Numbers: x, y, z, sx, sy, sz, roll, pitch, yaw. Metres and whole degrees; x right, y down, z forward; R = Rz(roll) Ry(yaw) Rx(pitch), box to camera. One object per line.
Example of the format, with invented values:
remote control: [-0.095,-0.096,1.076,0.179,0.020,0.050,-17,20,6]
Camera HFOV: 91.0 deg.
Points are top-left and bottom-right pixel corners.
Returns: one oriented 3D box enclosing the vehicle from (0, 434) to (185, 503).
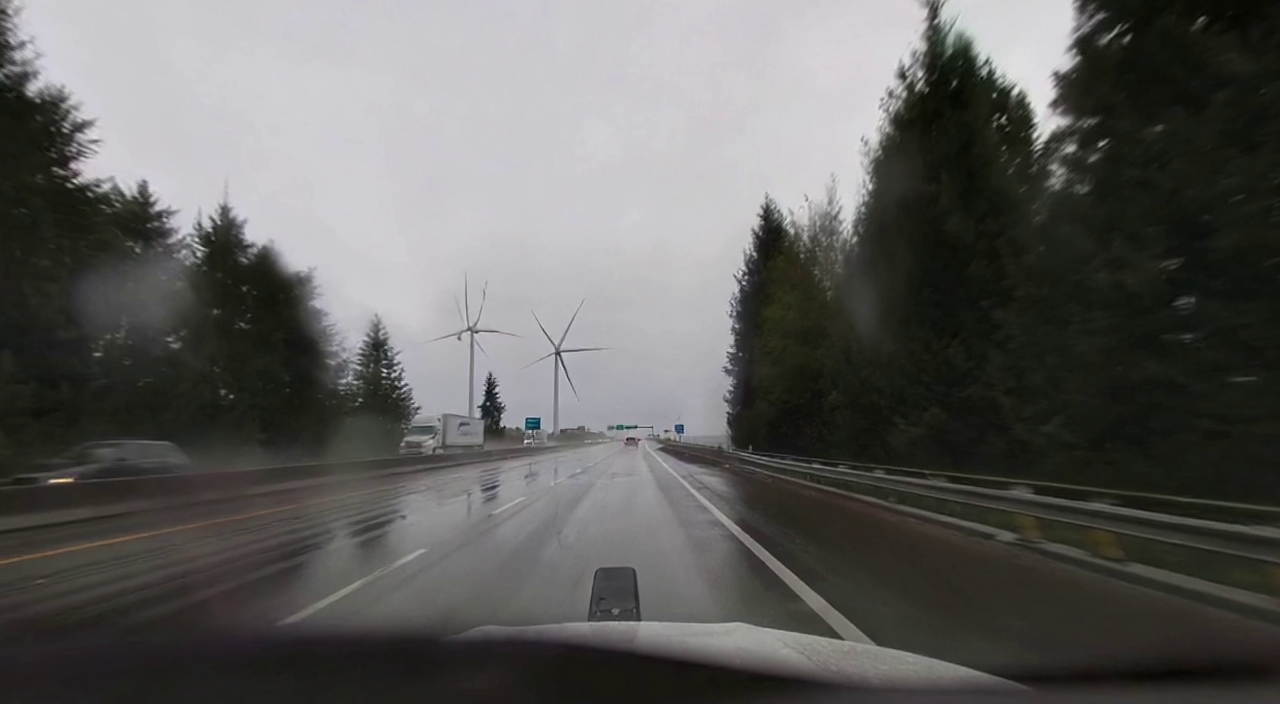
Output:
vehicle: [-13.282,2.737,15.206,1.837,1.432,3.770,0,-8,-2]
